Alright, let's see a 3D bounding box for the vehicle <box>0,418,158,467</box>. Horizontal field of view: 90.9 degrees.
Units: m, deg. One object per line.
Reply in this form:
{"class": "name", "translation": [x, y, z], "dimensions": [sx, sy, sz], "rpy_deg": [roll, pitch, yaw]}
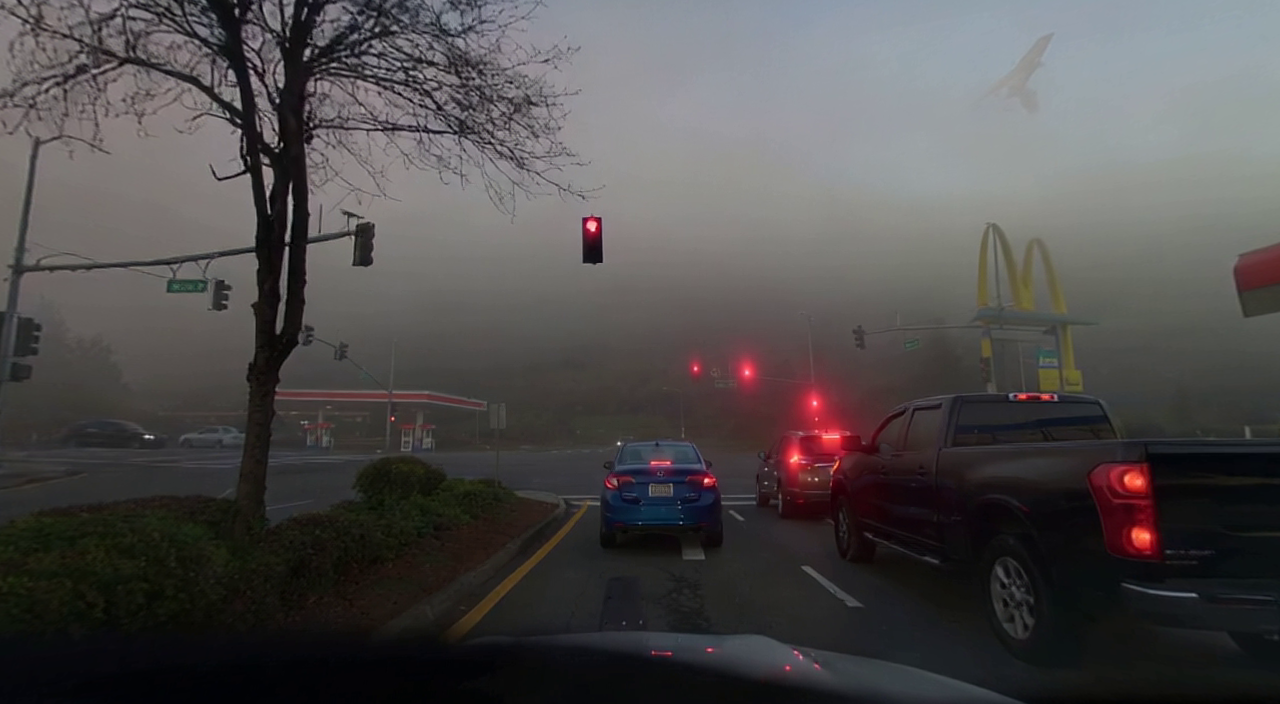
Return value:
{"class": "vehicle", "translation": [-21.071, 3.365, 23.365], "dimensions": [4.742, 1.720, 2.107], "rpy_deg": [-1, -8, 4]}

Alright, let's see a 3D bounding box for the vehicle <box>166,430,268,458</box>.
{"class": "vehicle", "translation": [-23.092, 5.034, 34.488], "dimensions": [4.326, 1.420, 1.798], "rpy_deg": [-1, -8, 4]}

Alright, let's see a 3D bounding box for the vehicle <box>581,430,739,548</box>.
{"class": "vehicle", "translation": [0.247, 2.044, 10.053], "dimensions": [2.027, 1.494, 3.824], "rpy_deg": [0, -8, 0]}

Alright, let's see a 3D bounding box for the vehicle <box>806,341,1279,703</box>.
{"class": "vehicle", "translation": [3.571, 1.316, 6.114], "dimensions": [2.277, 1.871, 6.143], "rpy_deg": [0, -8, 0]}
